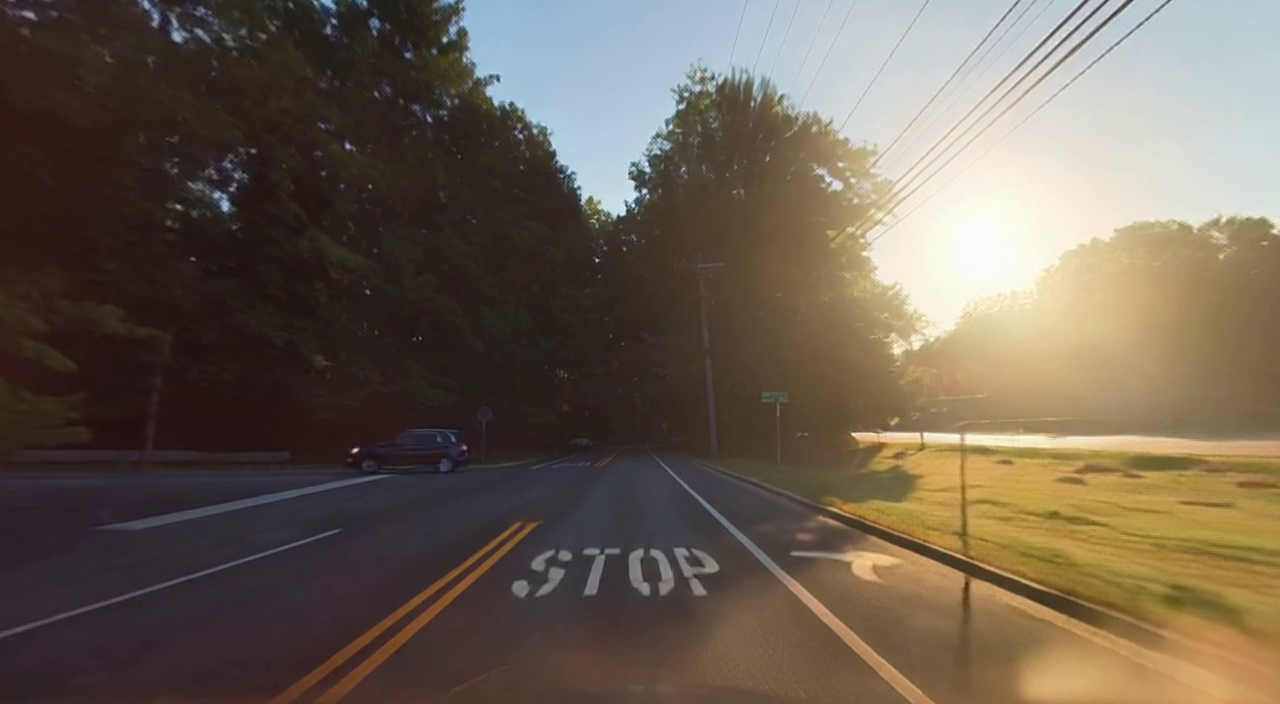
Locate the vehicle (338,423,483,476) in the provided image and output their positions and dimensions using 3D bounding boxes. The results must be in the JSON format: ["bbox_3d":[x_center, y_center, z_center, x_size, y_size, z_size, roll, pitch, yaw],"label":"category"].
[{"bbox_3d":[-9.347,4.016,26.067,5.020,1.973,2.348,8,-12,-42],"label":"vehicle"}]
